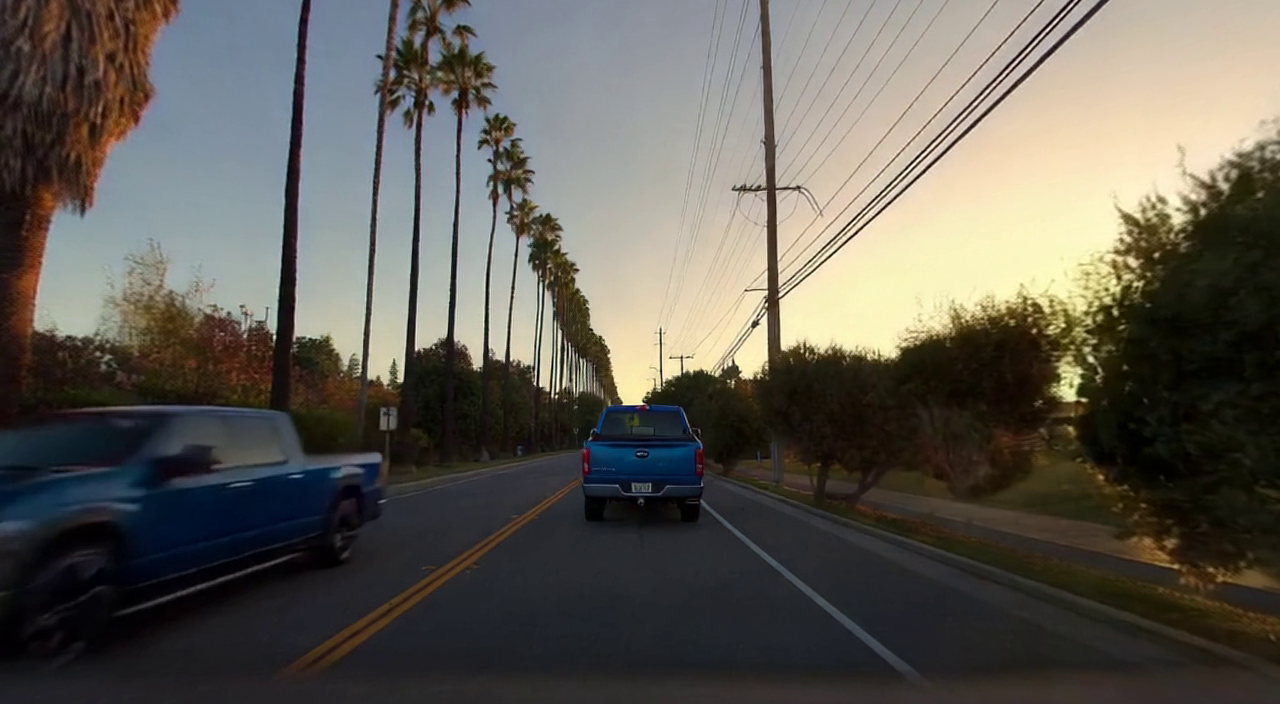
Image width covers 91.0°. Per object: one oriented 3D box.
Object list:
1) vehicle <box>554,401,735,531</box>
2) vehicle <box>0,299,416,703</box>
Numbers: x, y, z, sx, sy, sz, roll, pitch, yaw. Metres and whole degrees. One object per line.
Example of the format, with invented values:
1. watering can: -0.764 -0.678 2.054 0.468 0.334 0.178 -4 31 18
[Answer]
1. vehicle: 0.053 2.202 12.760 2.803 2.005 5.885 0 -8 0
2. vehicle: -4.292 1.161 5.589 2.590 2.032 5.566 0 -8 -1
